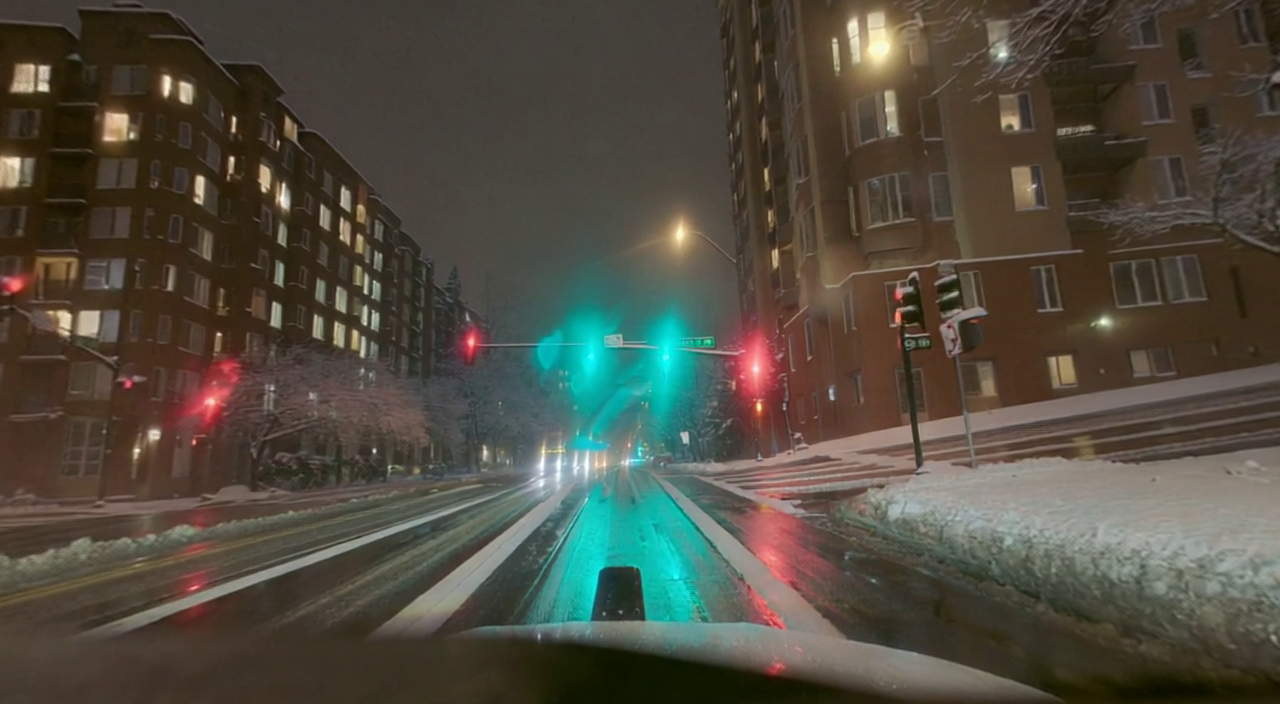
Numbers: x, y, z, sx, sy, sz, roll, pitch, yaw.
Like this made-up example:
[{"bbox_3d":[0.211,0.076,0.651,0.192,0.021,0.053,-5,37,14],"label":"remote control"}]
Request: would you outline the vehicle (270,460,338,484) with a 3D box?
[{"bbox_3d":[-24.650,8.797,46.271,3.882,1.600,1.768,0,-9,2],"label":"vehicle"}]
